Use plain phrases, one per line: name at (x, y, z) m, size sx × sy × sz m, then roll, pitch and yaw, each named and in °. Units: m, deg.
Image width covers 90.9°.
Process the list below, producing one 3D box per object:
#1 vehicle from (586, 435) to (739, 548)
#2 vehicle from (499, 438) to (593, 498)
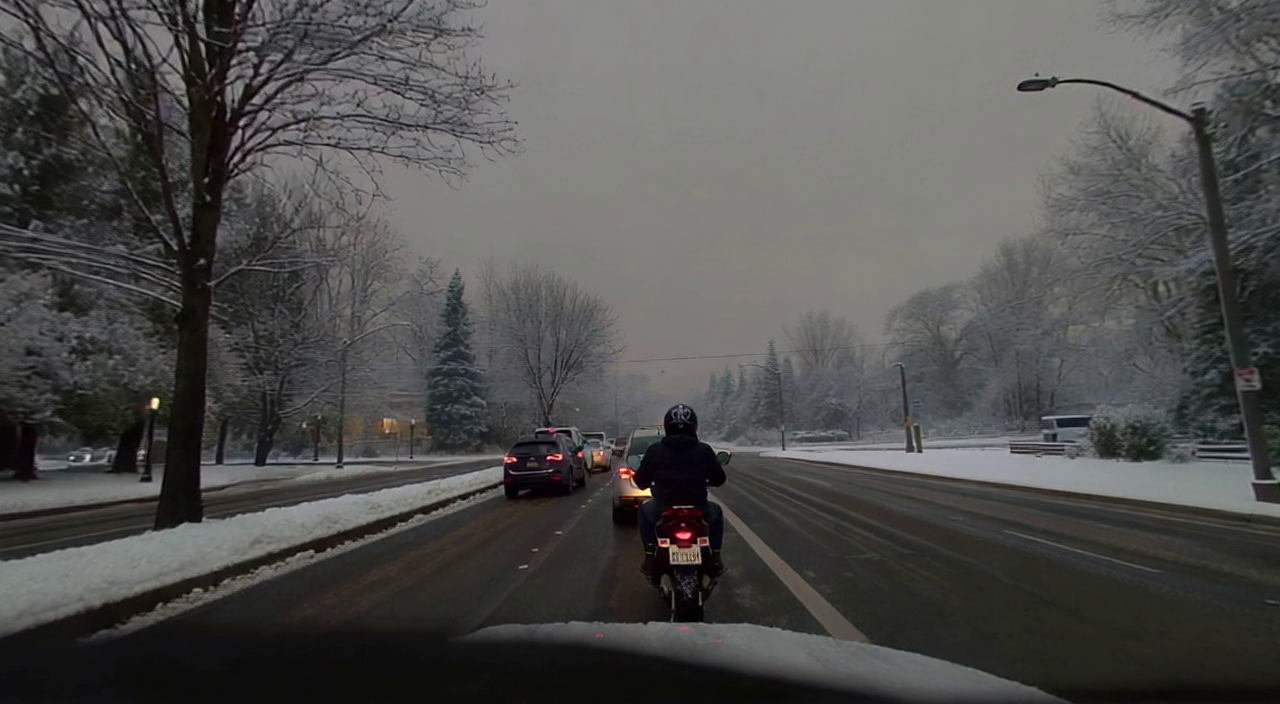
vehicle at (0.324, 2.166, 10.636) m, size 2.009 × 1.450 × 4.608 m, roll -1°, pitch -8°, yaw 1°
vehicle at (-2.554, 3.243, 18.062) m, size 1.979 × 1.499 × 3.840 m, roll -1°, pitch -8°, yaw 2°
